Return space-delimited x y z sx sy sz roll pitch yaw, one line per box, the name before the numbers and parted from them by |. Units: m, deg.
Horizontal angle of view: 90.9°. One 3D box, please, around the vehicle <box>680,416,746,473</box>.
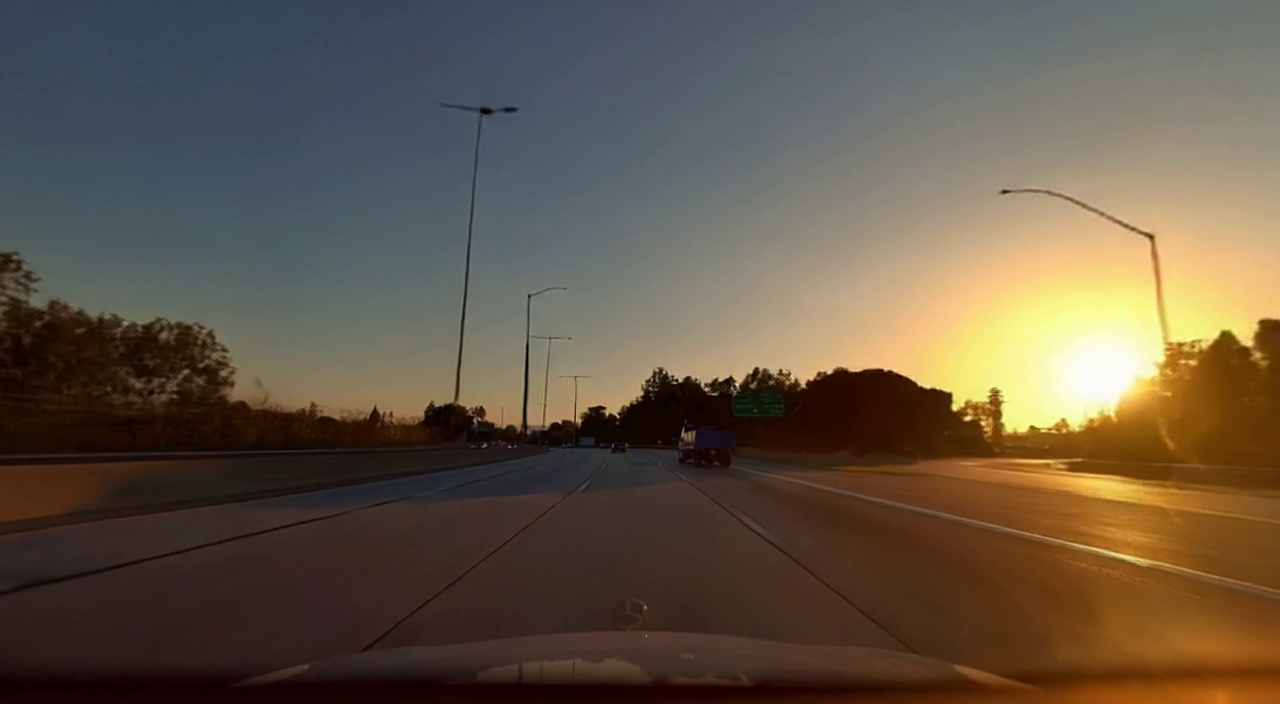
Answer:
vehicle | 3.471 4.604 31.368 2.430 2.495 6.062 0 -8 -1
